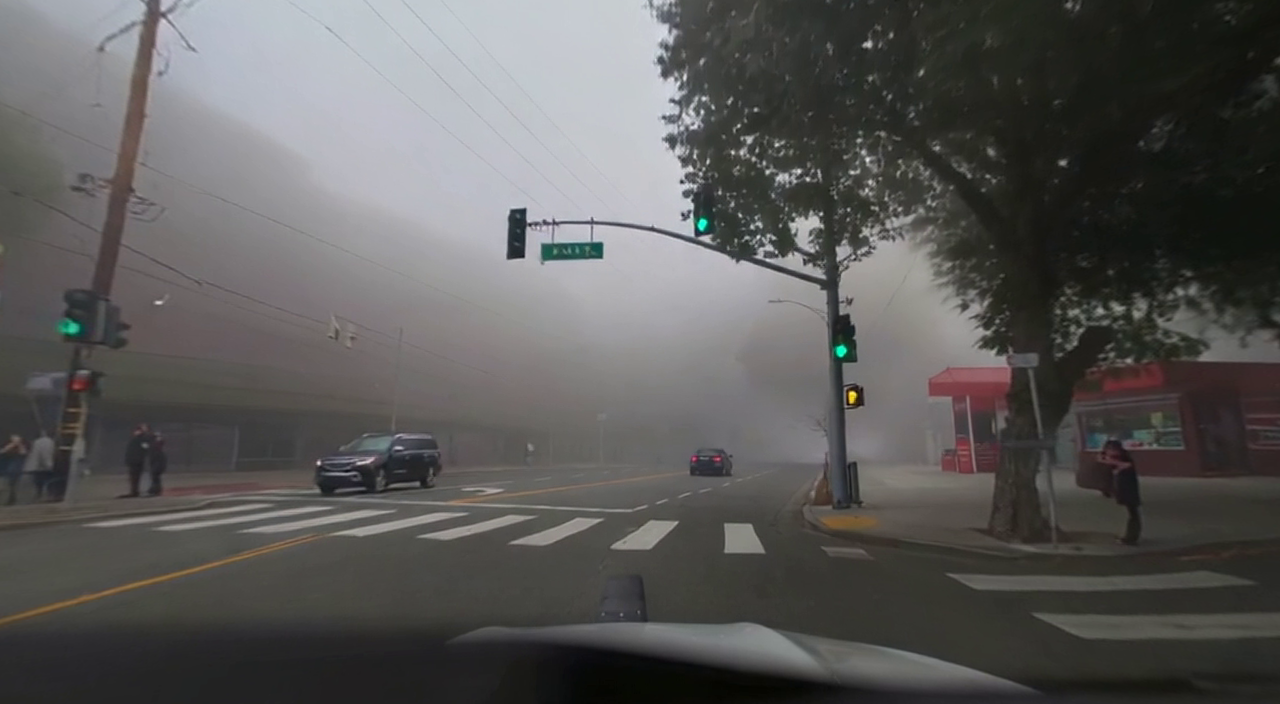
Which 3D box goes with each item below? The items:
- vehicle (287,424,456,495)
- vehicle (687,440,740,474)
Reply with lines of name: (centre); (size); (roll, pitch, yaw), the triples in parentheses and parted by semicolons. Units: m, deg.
vehicle: (-7.207, 2.950, 17.606); (2.017, 1.684, 4.483); (-1, -9, 13)
vehicle: (4.162, 5.793, 34.984); (2.101, 1.721, 4.364); (-2, -9, 18)
